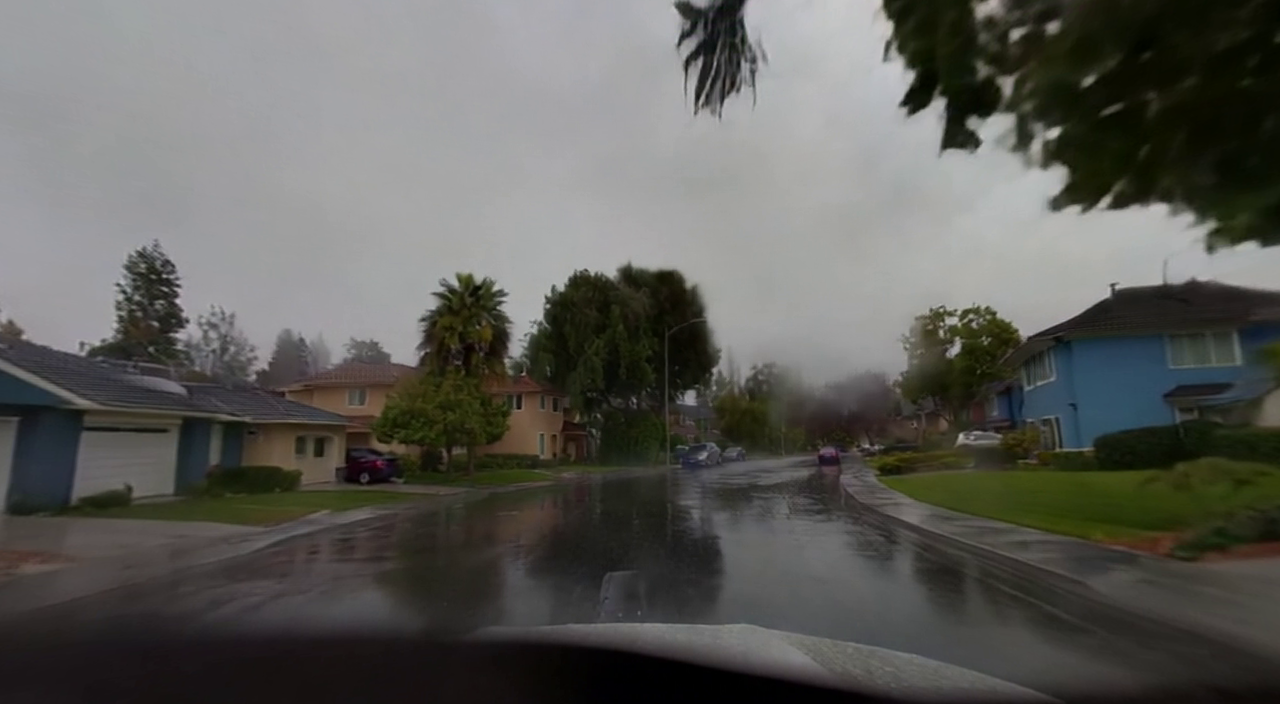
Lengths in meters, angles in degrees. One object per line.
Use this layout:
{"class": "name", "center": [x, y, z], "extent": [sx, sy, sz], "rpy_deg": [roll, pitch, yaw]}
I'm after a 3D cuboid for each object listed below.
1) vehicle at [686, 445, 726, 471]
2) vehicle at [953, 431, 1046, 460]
{"class": "vehicle", "center": [5.055, 8.010, 48.023], "extent": [2.215, 1.859, 4.765], "rpy_deg": [-2, -8, 16]}
{"class": "vehicle", "center": [21.797, 5.719, 38.463], "extent": [4.384, 1.688, 1.956], "rpy_deg": [0, -9, 1]}
